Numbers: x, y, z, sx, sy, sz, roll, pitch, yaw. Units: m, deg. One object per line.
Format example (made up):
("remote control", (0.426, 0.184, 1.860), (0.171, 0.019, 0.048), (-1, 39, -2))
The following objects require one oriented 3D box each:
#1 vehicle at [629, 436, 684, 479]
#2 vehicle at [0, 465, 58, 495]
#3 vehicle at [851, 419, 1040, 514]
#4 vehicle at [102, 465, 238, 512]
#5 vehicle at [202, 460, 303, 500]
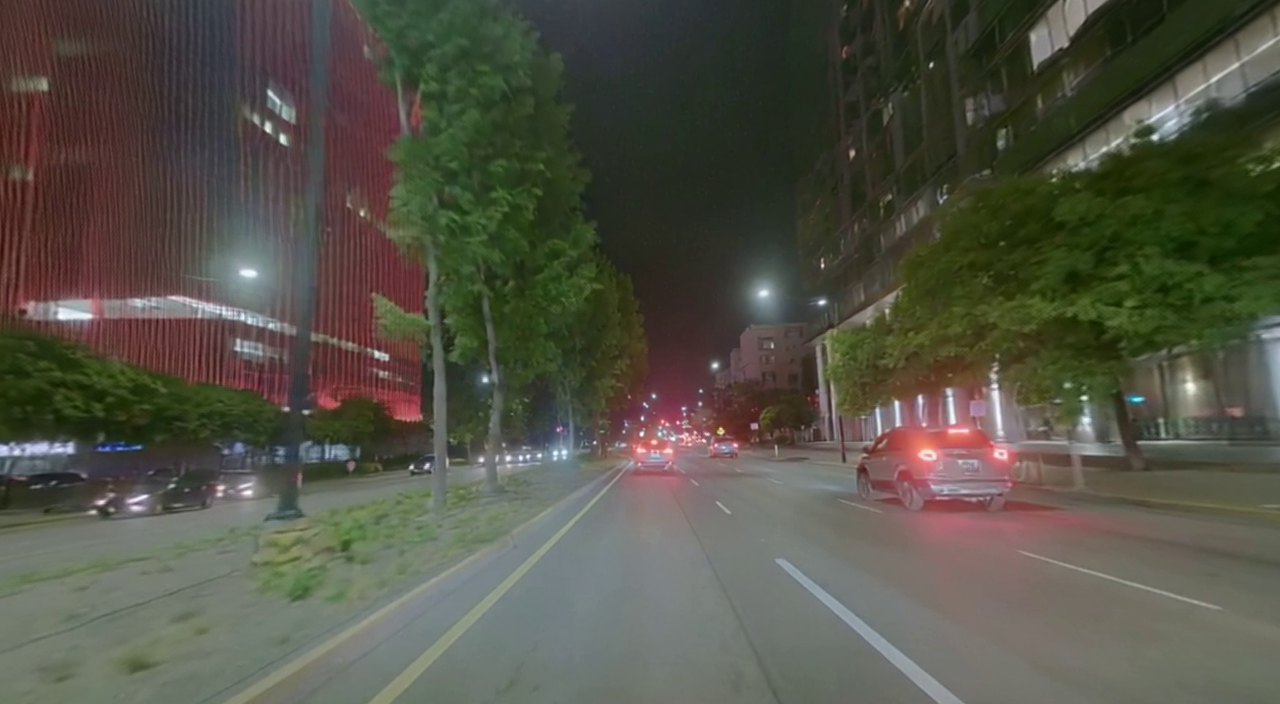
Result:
("vehicle", (0.652, 4.391, 26.413), (2.125, 1.669, 3.880), (0, -9, 0))
("vehicle", (-39.207, 7.919, 39.118), (4.082, 1.666, 1.947), (0, -9, 0))
("vehicle", (6.647, 2.549, 14.475), (1.963, 1.783, 4.722), (0, -9, 0))
("vehicle", (-18.464, 5.344, 25.097), (1.817, 1.540, 4.548), (0, -9, 1))
("vehicle", (-18.312, 6.029, 30.088), (1.866, 1.659, 4.597), (0, -9, 0))
